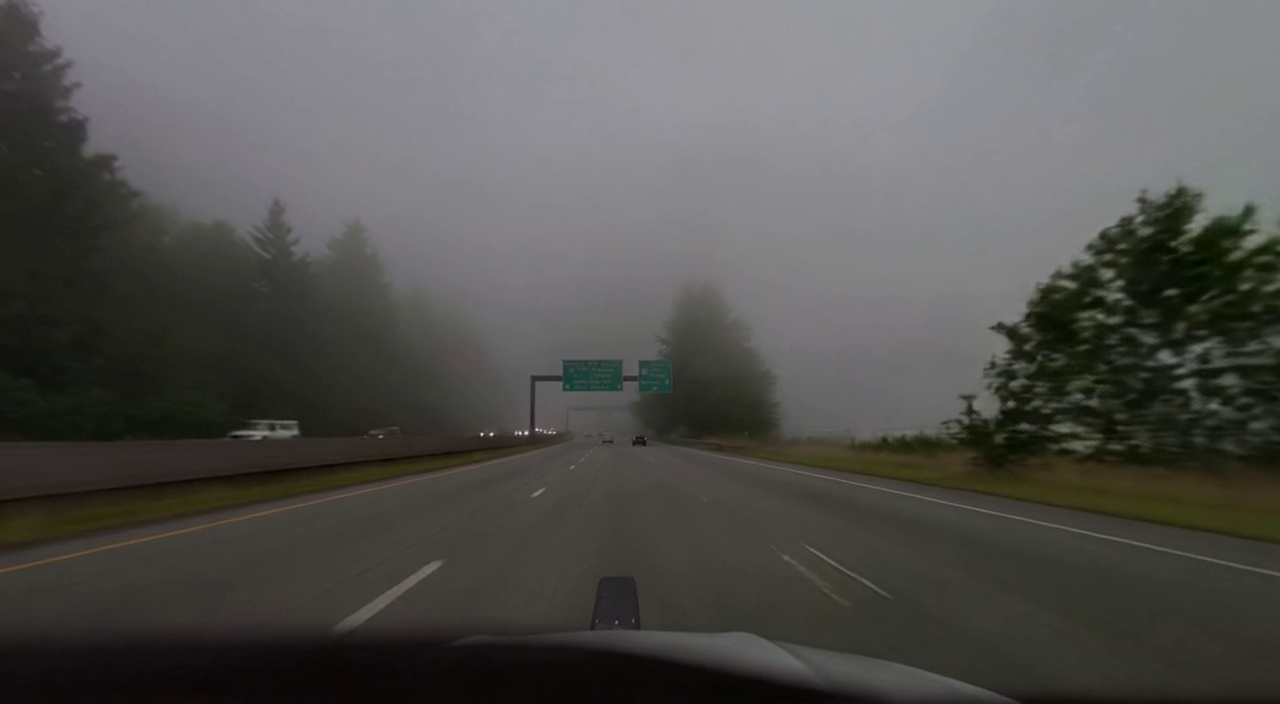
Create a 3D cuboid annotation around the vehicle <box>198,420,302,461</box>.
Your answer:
[{"bbox_3d":[-18.174,4.142,29.629,2.078,1.777,4.511,0,-8,-2],"label":"vehicle"}]

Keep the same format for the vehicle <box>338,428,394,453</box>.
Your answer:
[{"bbox_3d":[-18.175,5.873,42.045,1.916,1.544,4.149,0,-8,-1],"label":"vehicle"}]
